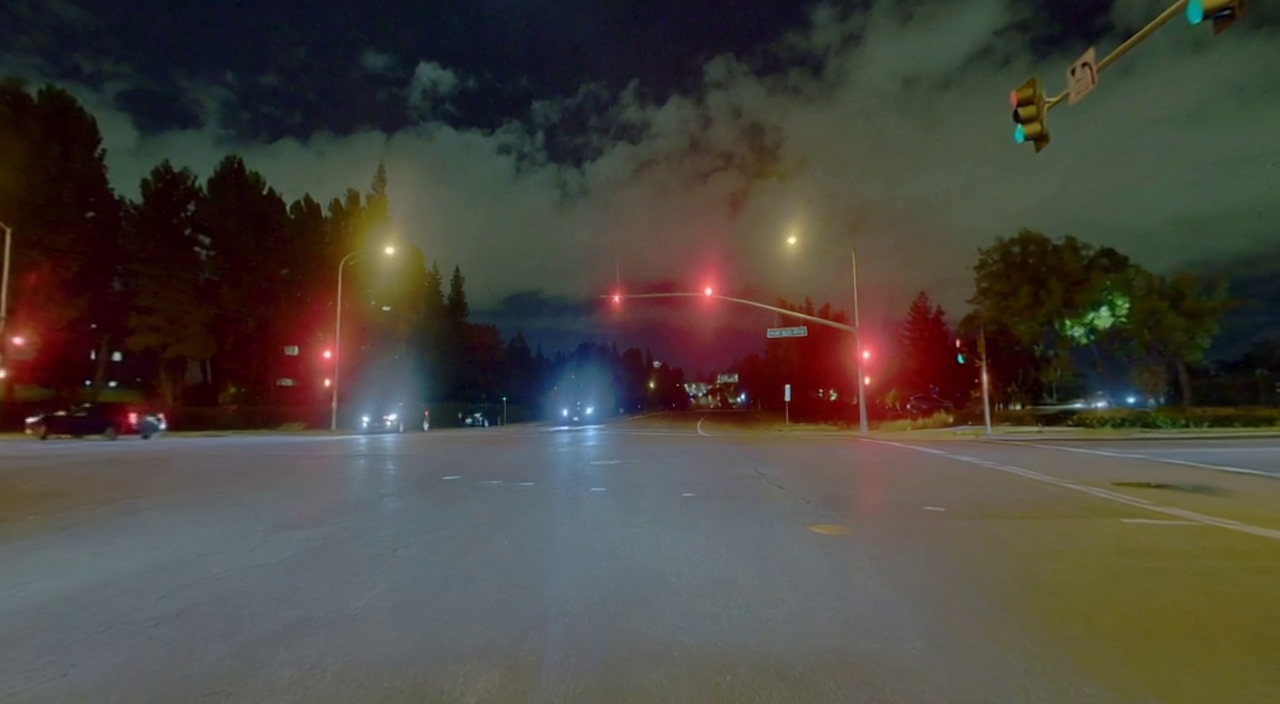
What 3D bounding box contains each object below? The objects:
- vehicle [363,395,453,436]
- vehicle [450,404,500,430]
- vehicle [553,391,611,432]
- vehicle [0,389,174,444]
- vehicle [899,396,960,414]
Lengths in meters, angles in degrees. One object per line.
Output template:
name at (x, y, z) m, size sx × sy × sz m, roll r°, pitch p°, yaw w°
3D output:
vehicle at (-12.222, 3.470, 33.664) m, size 2.340 × 1.902 × 4.920 m, roll -2°, pitch -9°, yaw 9°
vehicle at (-10.885, 4.396, 42.065) m, size 1.899 × 1.510 × 4.294 m, roll -1°, pitch -9°, yaw 5°
vehicle at (-3.085, 3.376, 34.889) m, size 2.306 × 1.907 × 5.382 m, roll -1°, pitch -9°, yaw 5°
vehicle at (-18.593, 2.201, 21.159) m, size 4.445 × 1.723 × 2.007 m, roll -1°, pitch -9°, yaw 4°
vehicle at (22.457, 4.154, 49.124) m, size 3.933 × 1.219 × 1.700 m, roll 0°, pitch -9°, yaw 4°
